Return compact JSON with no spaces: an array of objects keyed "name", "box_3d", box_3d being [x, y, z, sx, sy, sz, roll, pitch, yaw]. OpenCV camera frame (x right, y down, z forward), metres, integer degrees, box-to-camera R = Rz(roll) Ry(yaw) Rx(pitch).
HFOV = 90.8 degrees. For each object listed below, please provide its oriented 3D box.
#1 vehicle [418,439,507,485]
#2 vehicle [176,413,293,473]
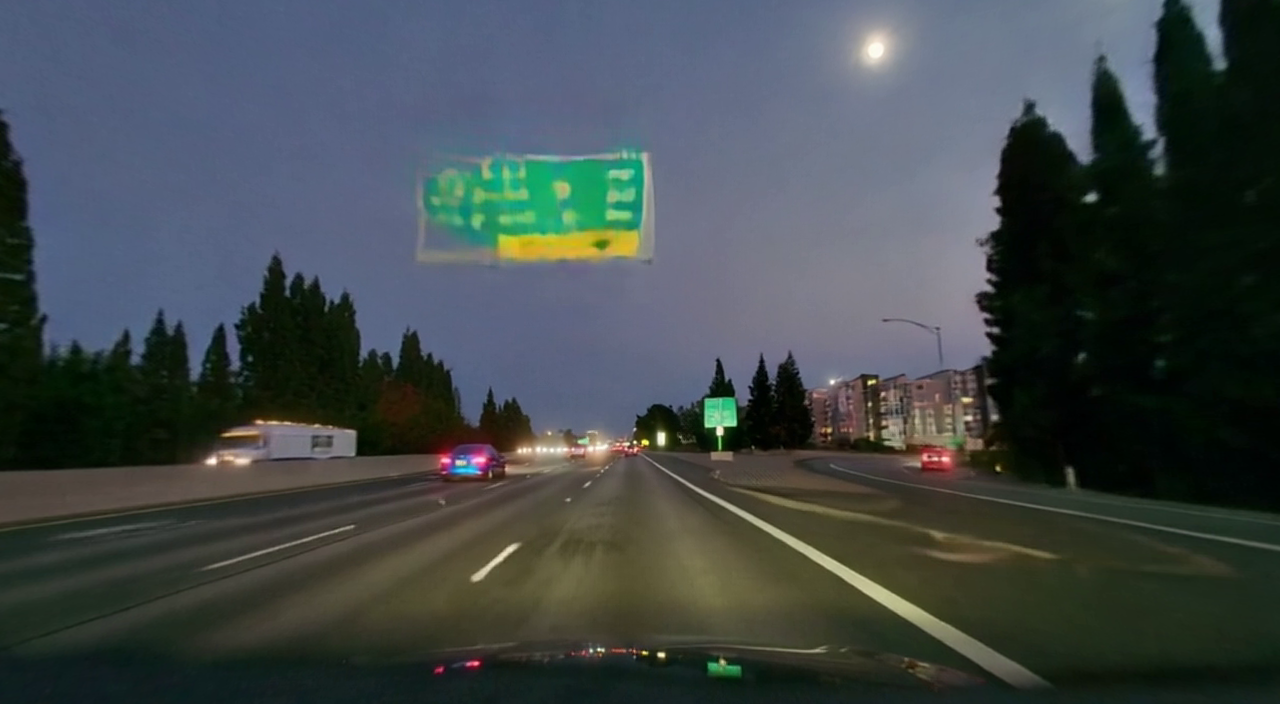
[{"name":"vehicle","box_3d":[-6.746,4.222,24.586,2.016,1.606,4.806,0,-9,0]},{"name":"vehicle","box_3d":[-29.521,6.727,46.615,3.026,3.990,8.606,0,-9,-2]}]
